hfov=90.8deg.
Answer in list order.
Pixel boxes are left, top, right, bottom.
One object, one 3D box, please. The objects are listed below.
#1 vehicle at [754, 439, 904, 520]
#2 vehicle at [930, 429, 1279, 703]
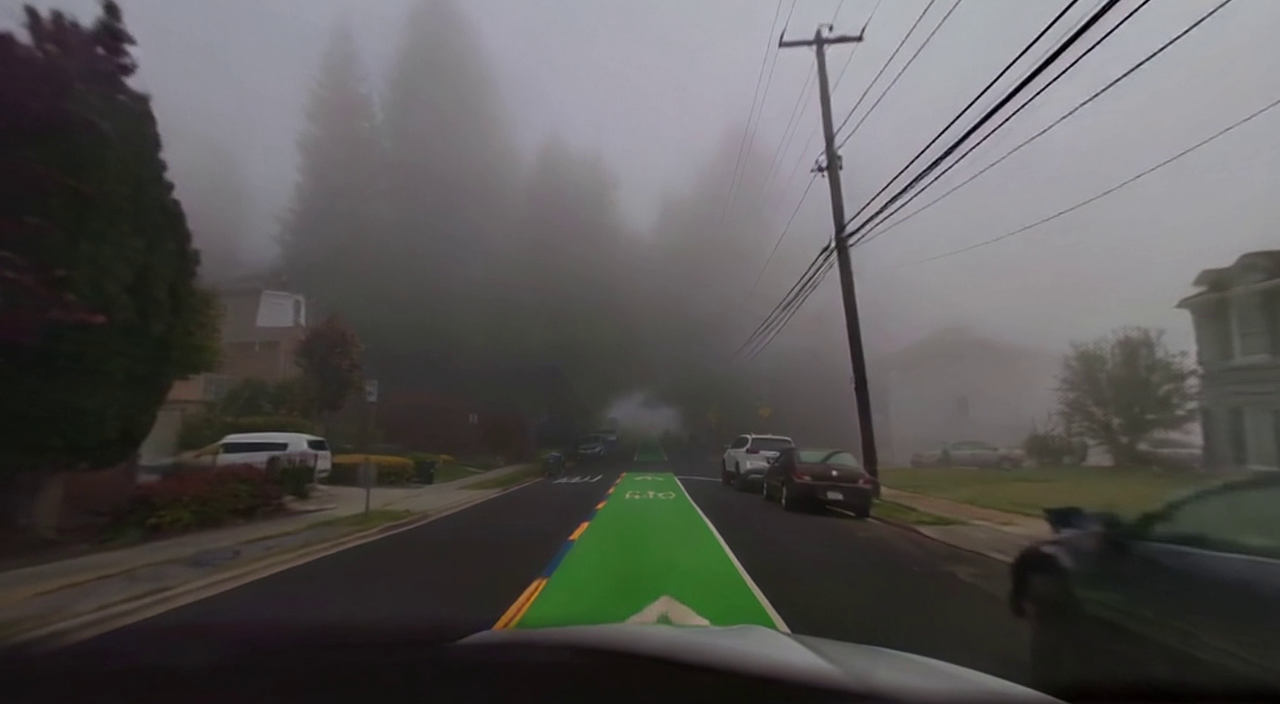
[{"bbox_3d":[3.965,2.747,14.103,1.981,1.512,4.144,0,-9,-1],"label":"vehicle"},{"bbox_3d":[3.376,1.074,2.558,2.235,1.500,4.496,0,-9,0],"label":"vehicle"}]
